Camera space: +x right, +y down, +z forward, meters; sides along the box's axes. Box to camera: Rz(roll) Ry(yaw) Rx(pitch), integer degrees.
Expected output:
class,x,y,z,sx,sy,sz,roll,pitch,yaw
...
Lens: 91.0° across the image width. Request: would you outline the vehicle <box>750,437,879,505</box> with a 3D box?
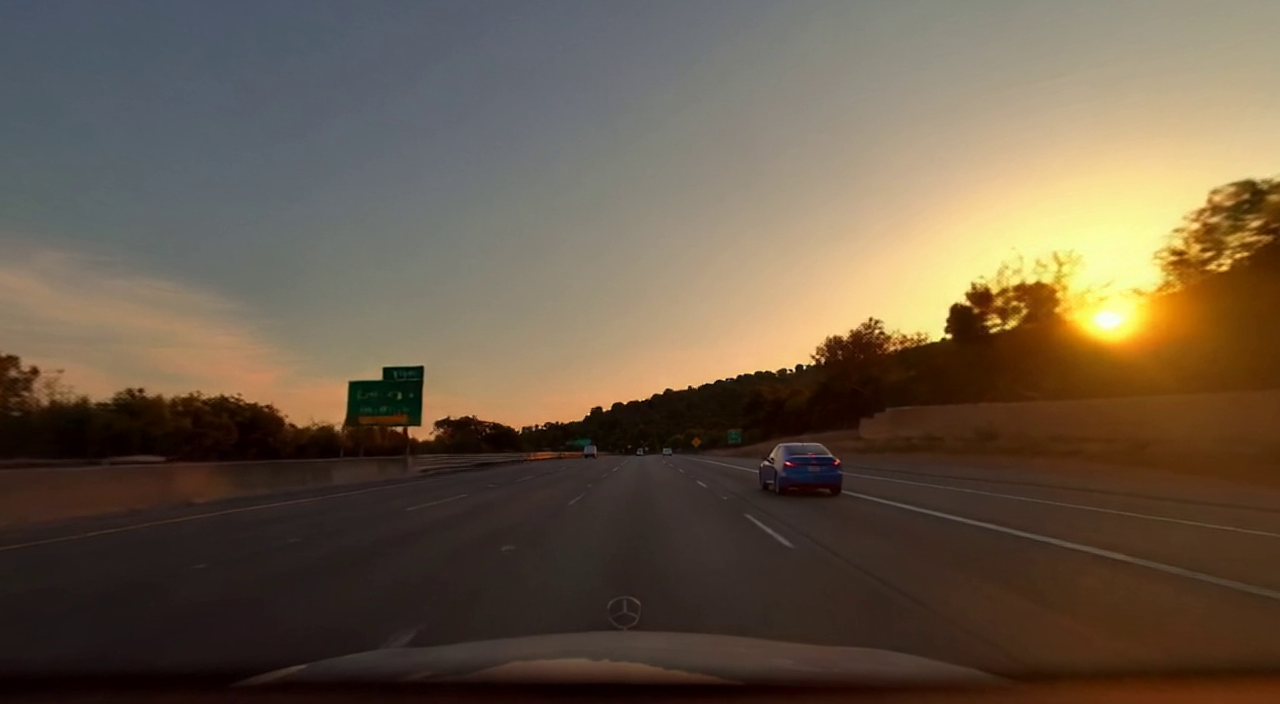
class,x,y,z,sx,sy,sz,roll,pitch,yaw
vehicle,4.293,3.011,16.339,2.033,1.501,4.398,0,-9,-1
